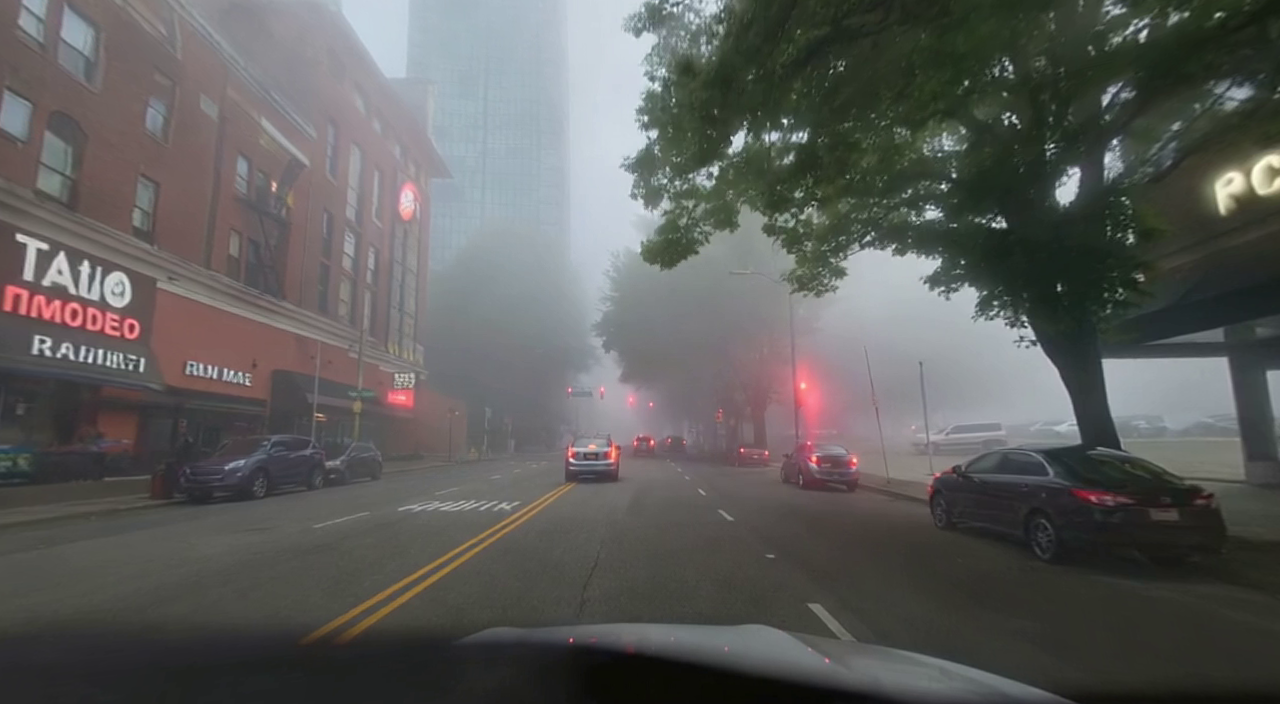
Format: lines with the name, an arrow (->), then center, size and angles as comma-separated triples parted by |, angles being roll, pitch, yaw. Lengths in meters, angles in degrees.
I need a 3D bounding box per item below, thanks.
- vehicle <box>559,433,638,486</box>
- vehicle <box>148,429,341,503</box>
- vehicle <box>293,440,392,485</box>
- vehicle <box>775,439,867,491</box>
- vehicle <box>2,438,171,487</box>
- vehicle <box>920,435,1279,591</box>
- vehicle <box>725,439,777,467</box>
vehicle -> -1.351, 3.275, 19.602 | 2.169, 1.427, 4.531 | 1, -8, -6
vehicle -> -12.521, 3.641, 20.711 | 2.384, 2.044, 6.030 | 0, -8, 1
vehicle -> -12.452, 4.638, 26.745 | 2.000, 1.708, 4.494 | 0, -8, 0
vehicle -> 5.872, 3.683, 20.924 | 1.986, 1.555, 3.879 | 0, -8, 2
vehicle -> -20.444, 4.084, 23.607 | 1.903, 1.629, 4.525 | -1, -8, 7
vehicle -> 5.847, 1.943, 8.581 | 1.961, 1.533, 4.473 | 0, -8, 0
vehicle -> 6.073, 5.560, 34.973 | 1.956, 1.446, 4.537 | 0, -8, -1
